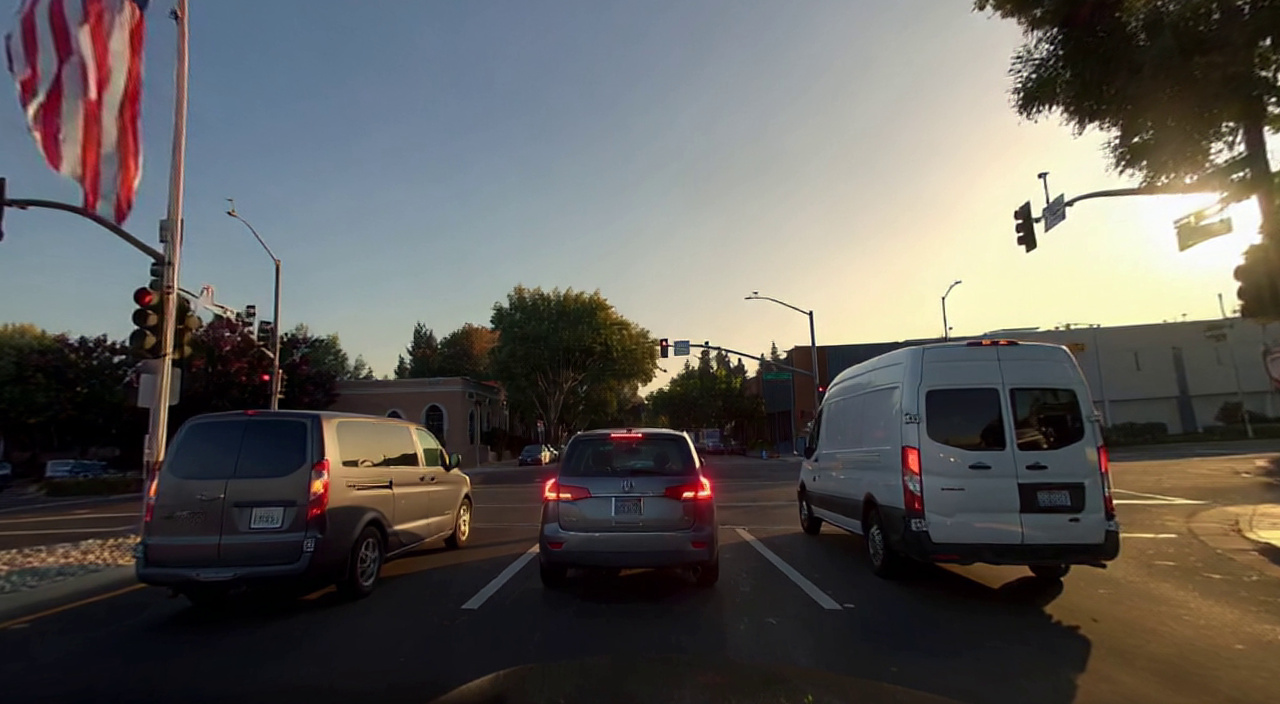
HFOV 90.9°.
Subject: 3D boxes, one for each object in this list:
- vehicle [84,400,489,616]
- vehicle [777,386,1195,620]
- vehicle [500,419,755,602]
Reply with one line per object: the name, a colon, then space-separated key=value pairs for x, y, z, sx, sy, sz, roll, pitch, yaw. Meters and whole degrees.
vehicle: x=-3.302 y=1.529 z=7.053 sx=2.024 sy=1.677 sz=3.998 roll=-1 pitch=-9 yaw=3
vehicle: x=3.090 y=1.465 z=7.023 sx=2.178 sy=1.746 sz=4.400 roll=0 pitch=-9 yaw=1
vehicle: x=-0.140 y=1.620 z=7.339 sx=2.098 sy=1.494 sz=4.118 roll=0 pitch=-9 yaw=-1
